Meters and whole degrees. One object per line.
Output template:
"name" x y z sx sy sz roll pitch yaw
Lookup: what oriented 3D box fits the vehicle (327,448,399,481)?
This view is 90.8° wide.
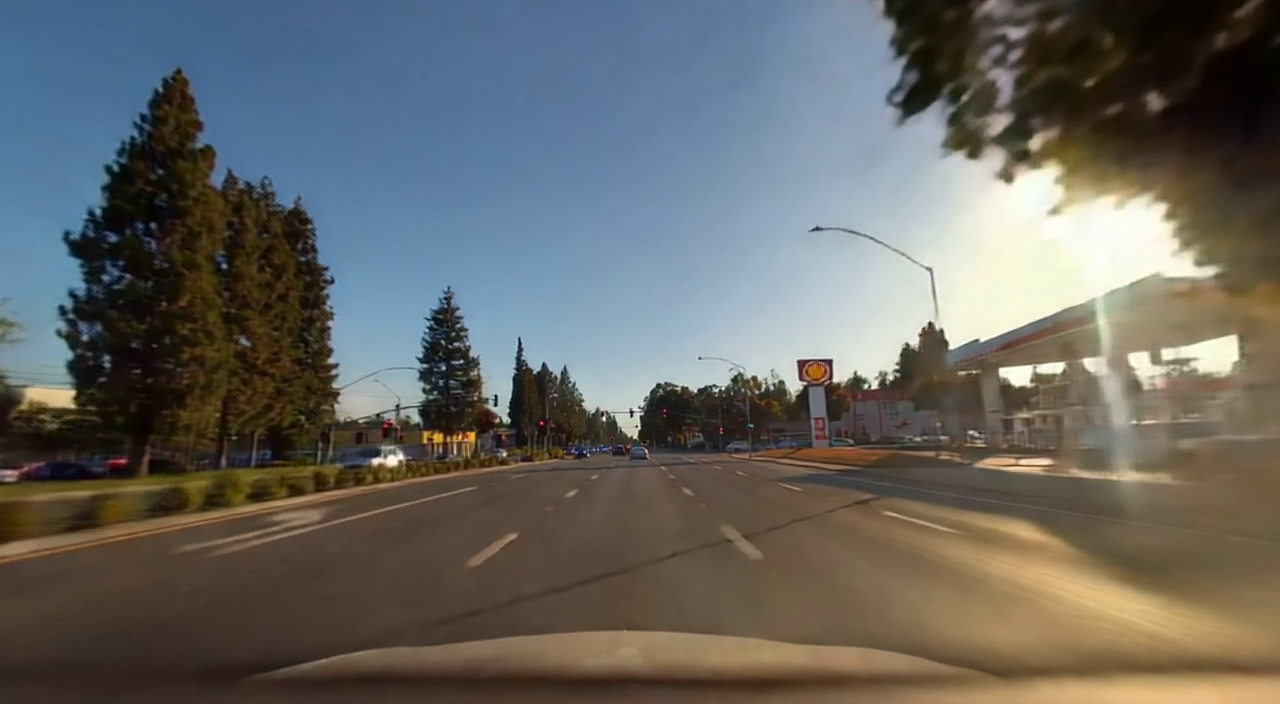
"vehicle" -14.790 6.010 33.991 2.020 1.645 4.146 0 -8 -1

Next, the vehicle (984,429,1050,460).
"vehicle" 19.308 4.776 32.506 1.767 1.466 3.855 -2 -9 14

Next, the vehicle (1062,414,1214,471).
"vehicle" 16.121 2.994 20.831 1.944 1.646 4.594 -2 -9 11
